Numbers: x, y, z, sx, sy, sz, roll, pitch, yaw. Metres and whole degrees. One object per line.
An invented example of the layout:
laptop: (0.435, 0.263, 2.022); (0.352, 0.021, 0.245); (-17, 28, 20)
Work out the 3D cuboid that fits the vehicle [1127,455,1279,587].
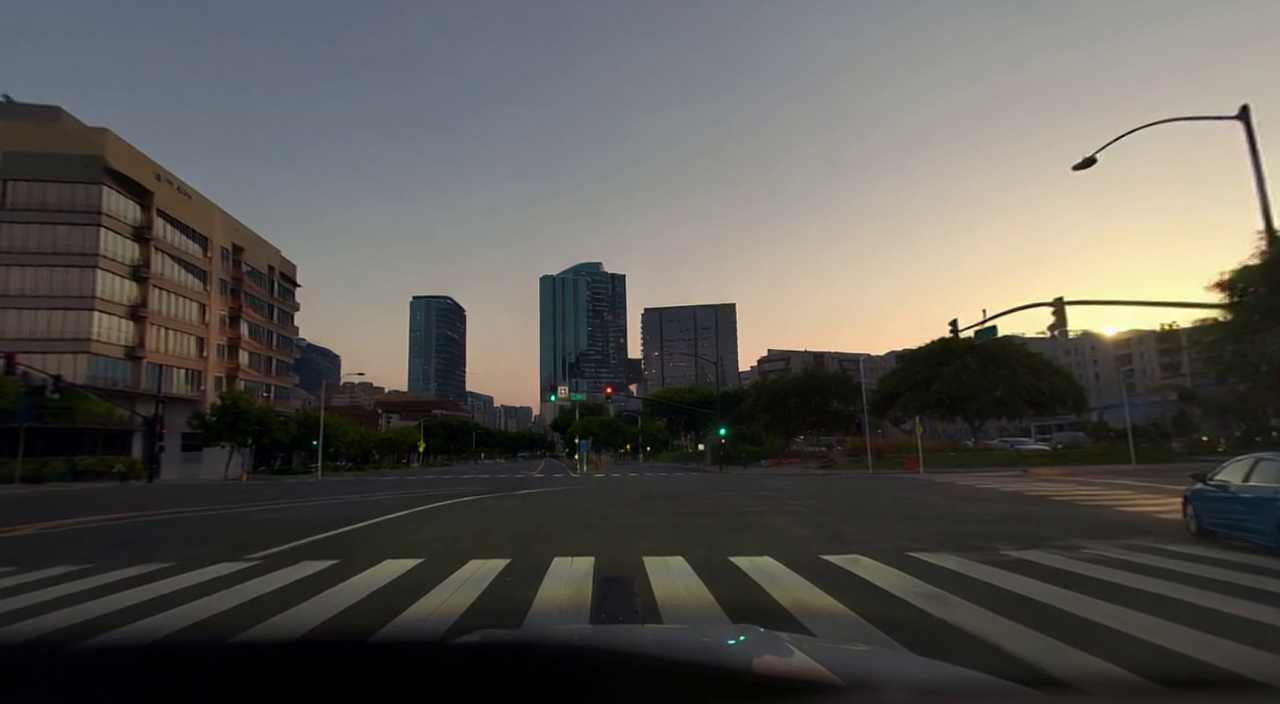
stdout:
vehicle: (8.211, 1.972, 7.536); (1.935, 1.421, 4.716); (-2, -9, 13)
